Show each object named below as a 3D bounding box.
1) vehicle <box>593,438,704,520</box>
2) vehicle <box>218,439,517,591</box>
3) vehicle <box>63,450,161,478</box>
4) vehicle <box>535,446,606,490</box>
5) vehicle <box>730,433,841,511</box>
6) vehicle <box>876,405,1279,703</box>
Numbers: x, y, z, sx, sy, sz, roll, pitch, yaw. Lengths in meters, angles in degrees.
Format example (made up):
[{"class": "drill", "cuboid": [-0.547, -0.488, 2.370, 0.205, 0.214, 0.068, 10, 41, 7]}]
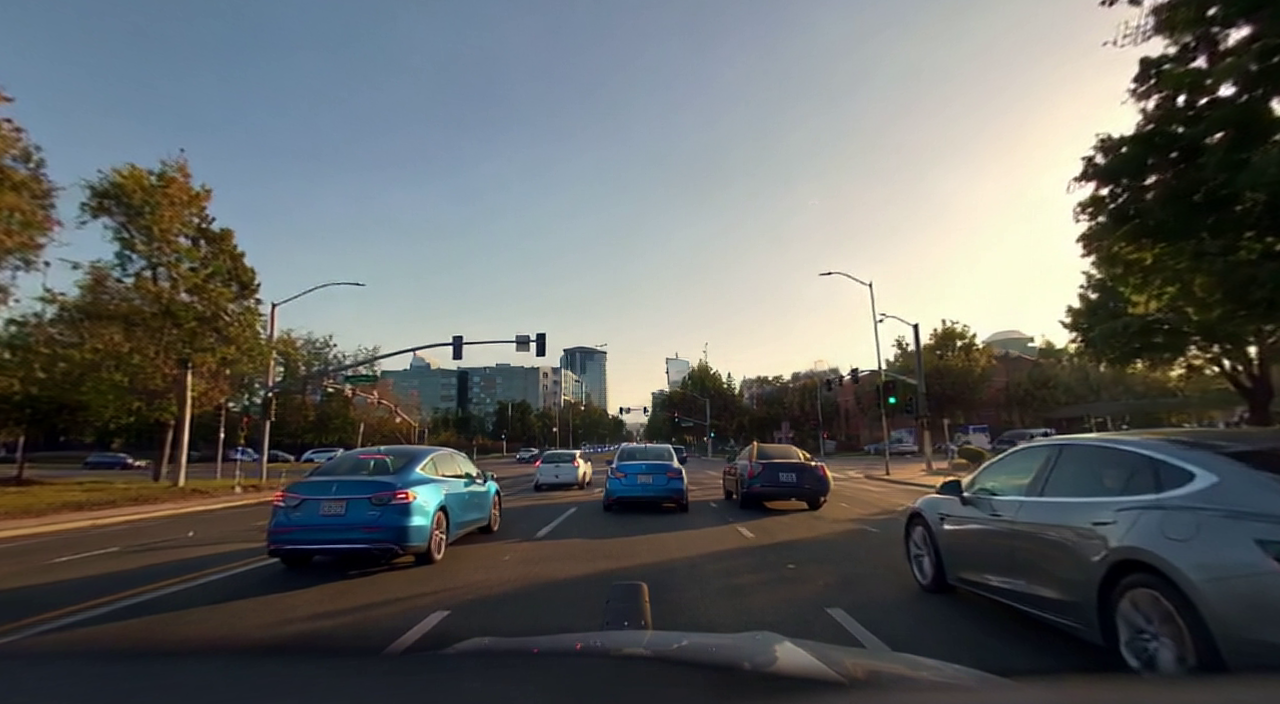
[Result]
[{"class": "vehicle", "cuboid": [0.147, 2.780, 14.346, 2.144, 1.563, 4.218, 0, -9, 0]}, {"class": "vehicle", "cuboid": [-3.149, 1.959, 8.526, 2.015, 1.478, 4.407, 0, -8, 1]}, {"class": "vehicle", "cuboid": [-38.268, 8.089, 45.726, 5.268, 1.770, 2.107, -2, -9, 2]}, {"class": "vehicle", "cuboid": [-2.565, 4.397, 24.273, 2.089, 1.537, 4.073, -1, -9, 2]}, {"class": "vehicle", "cuboid": [3.610, 3.037, 16.413, 1.938, 1.732, 4.006, 0, -8, 1]}, {"class": "vehicle", "cuboid": [3.344, 1.198, 3.916, 1.951, 1.522, 4.614, 0, -8, 0]}]
